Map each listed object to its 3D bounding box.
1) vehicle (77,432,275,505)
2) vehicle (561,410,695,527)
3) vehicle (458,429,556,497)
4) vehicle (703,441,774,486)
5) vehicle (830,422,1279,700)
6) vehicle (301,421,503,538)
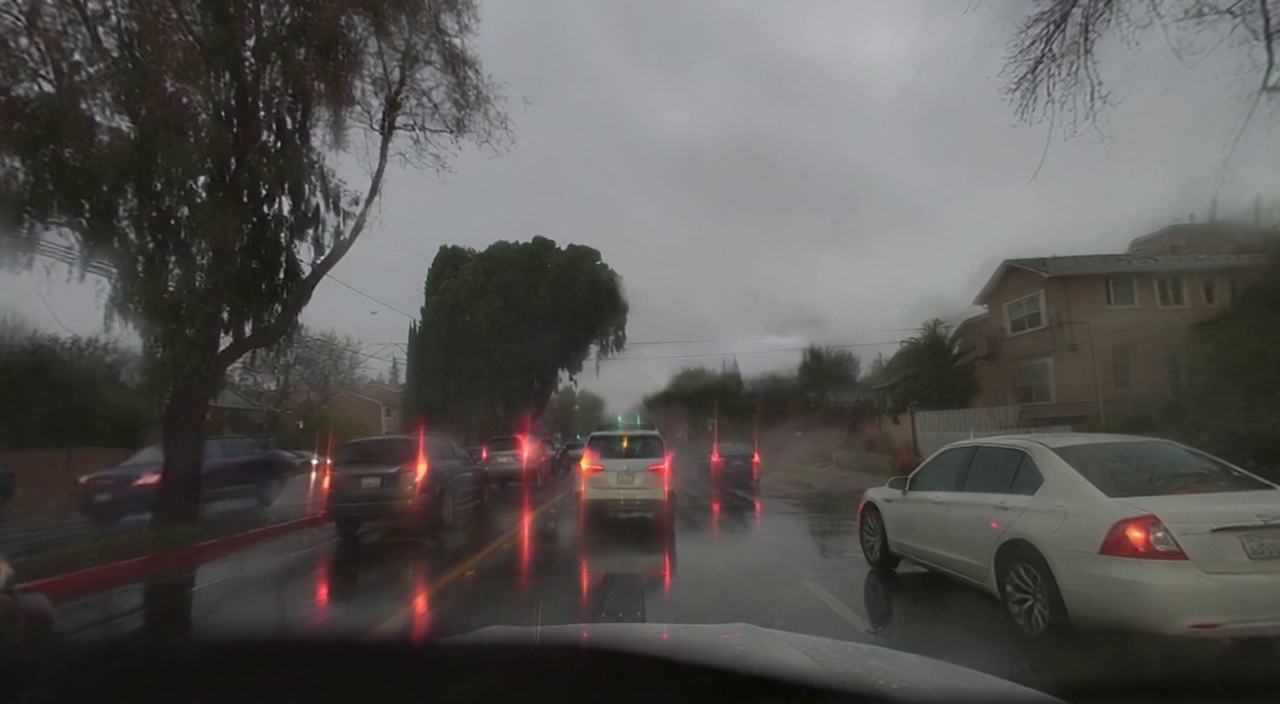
[{"bbox_3d":[-12.891,3.238,18.066,2.098,1.774,4.614,0,-8,0],"label":"vehicle"},{"bbox_3d":[-0.258,2.198,12.438,2.164,1.867,4.254,0,-8,-2],"label":"vehicle"},{"bbox_3d":[-3.645,3.103,18.096,1.932,1.695,4.150,0,-8,0],"label":"vehicle"},{"bbox_3d":[3.487,4.015,23.132,1.880,1.476,3.932,0,-8,-1],"label":"vehicle"},{"bbox_3d":[3.471,1.462,5.774,1.977,1.480,4.589,0,-8,-1],"label":"vehicle"},{"bbox_3d":[-3.724,2.066,10.862,1.864,1.576,4.324,0,-8,-1],"label":"vehicle"}]
